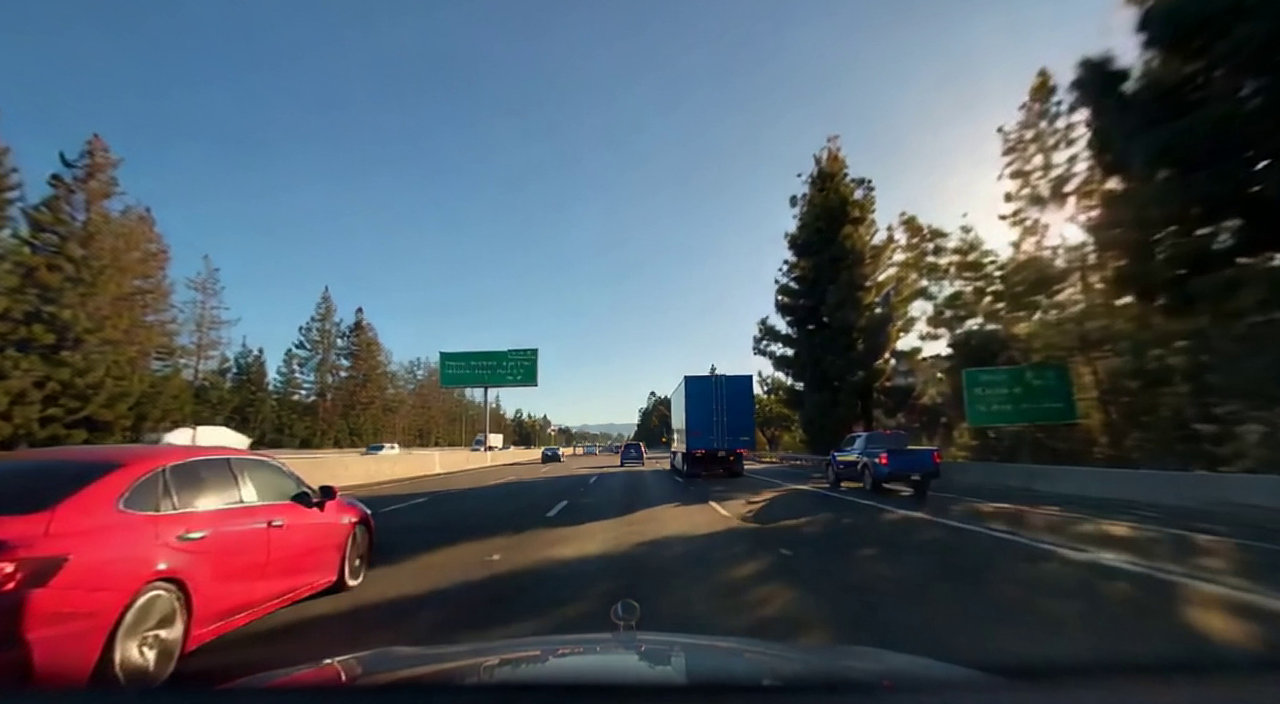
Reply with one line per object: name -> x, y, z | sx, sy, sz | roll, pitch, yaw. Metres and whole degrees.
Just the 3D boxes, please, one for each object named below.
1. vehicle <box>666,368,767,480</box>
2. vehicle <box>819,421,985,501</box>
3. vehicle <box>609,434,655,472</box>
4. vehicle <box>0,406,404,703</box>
vehicle -> 3.120, 3.772, 30.771 | 2.876, 4.086, 15.117 | 0, -9, 0
vehicle -> 6.762, 2.917, 17.208 | 2.106, 1.795, 5.489 | 0, -9, -1
vehicle -> -0.421, 5.213, 32.694 | 2.203, 1.805, 4.358 | 0, -9, -1
vehicle -> -3.090, 1.098, 3.435 | 1.864, 1.406, 4.544 | 0, -9, 0
